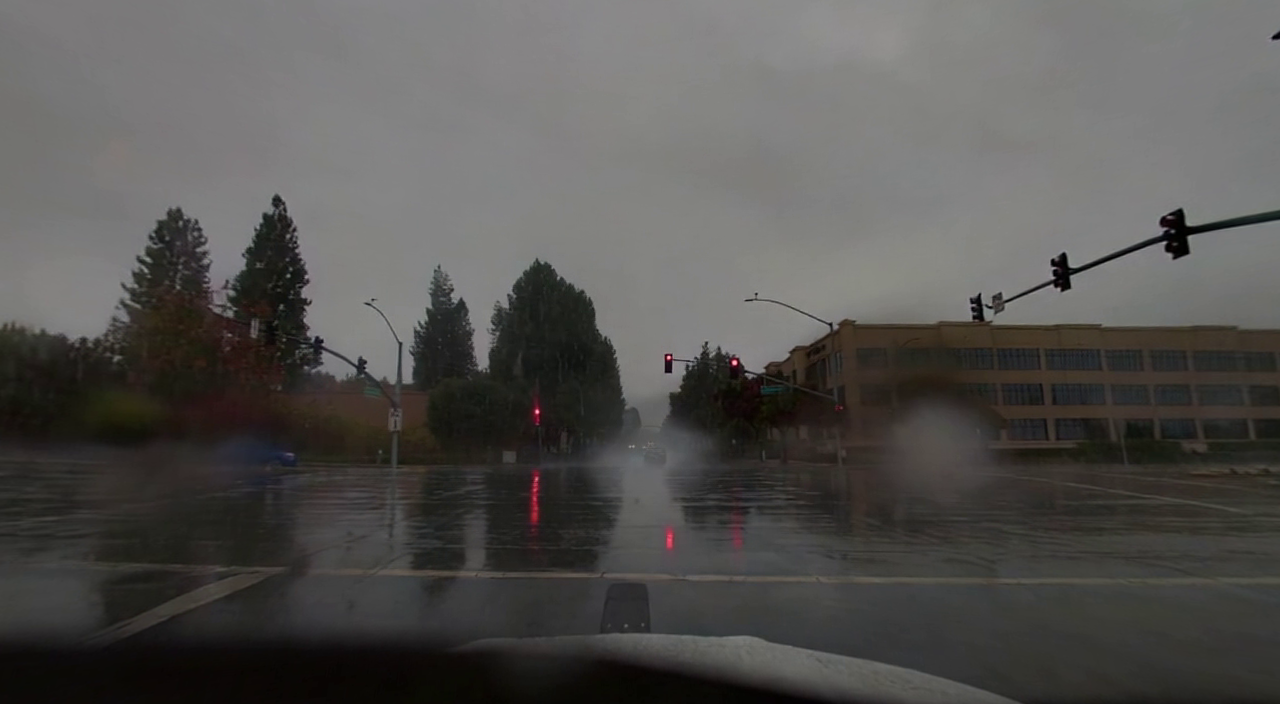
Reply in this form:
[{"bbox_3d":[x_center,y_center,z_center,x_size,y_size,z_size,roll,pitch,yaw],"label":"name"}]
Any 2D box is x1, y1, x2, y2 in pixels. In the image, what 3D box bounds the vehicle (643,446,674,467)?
[{"bbox_3d":[1.299,7.643,46.455,2.132,1.449,4.235,0,-9,0],"label":"vehicle"}]
